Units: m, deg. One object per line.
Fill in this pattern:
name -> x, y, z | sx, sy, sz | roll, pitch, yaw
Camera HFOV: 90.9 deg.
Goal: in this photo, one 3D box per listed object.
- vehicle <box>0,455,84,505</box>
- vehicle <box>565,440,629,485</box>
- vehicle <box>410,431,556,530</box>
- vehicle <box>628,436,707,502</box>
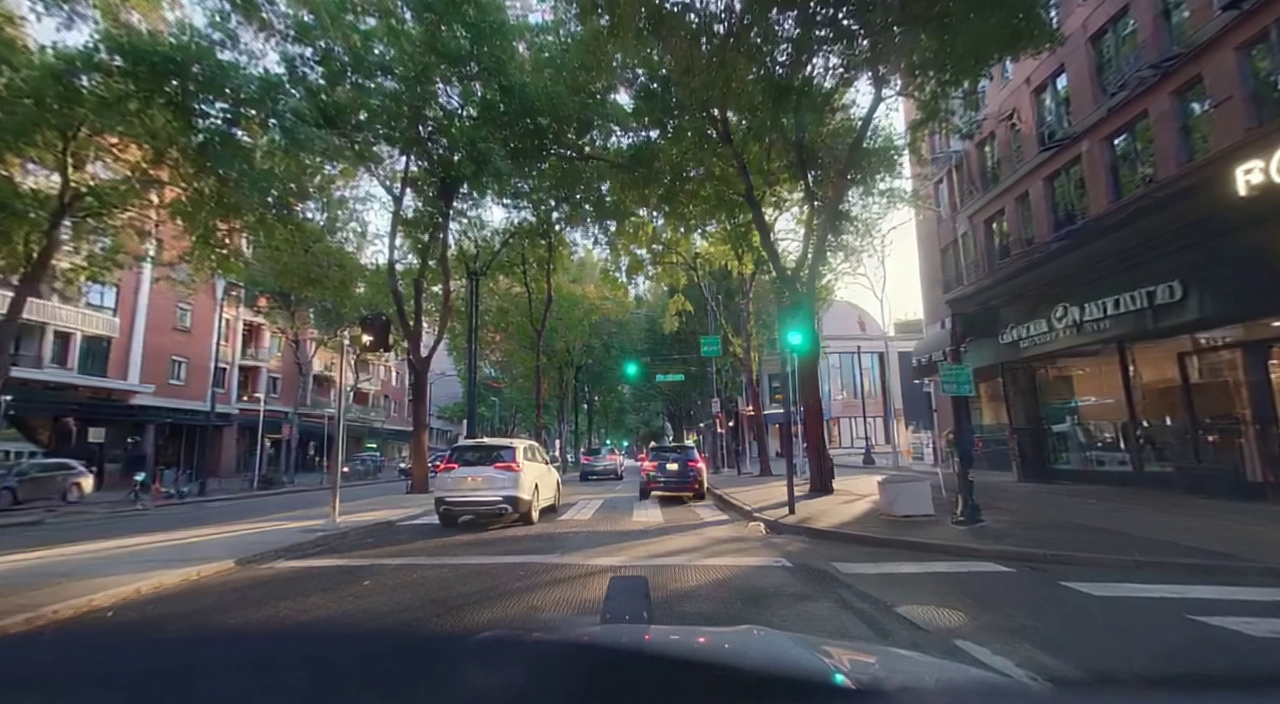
vehicle -> -27.292, 5.470, 27.060 | 2.126, 1.935, 5.034 | 0, -8, 2
vehicle -> -1.853, 4.939, 28.627 | 2.220, 1.847, 4.587 | -1, -8, 5
vehicle -> -3.019, 2.551, 13.060 | 1.940, 1.722, 3.823 | 0, -8, 1
vehicle -> 0.783, 3.435, 18.907 | 2.120, 1.758, 3.917 | 0, -8, 2
